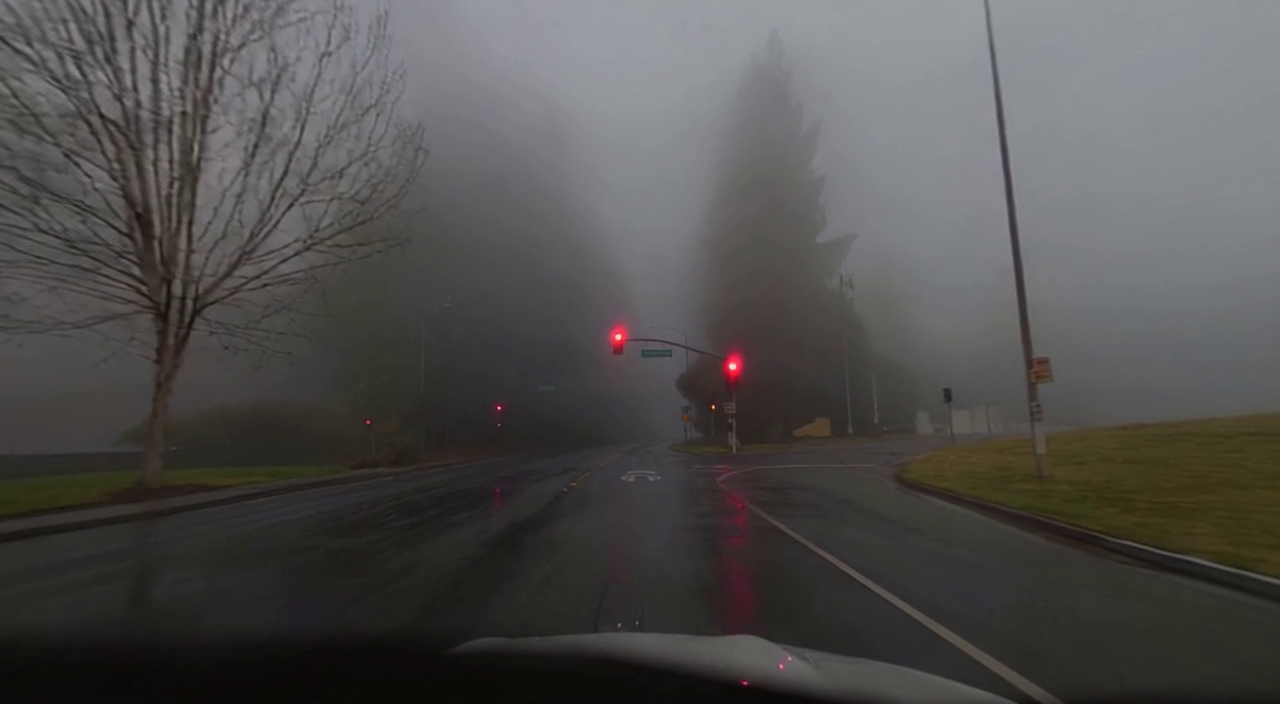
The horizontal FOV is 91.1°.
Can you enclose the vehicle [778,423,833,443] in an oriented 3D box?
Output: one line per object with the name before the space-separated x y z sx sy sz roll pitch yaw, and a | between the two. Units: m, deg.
vehicle | 12.752 6.276 48.645 3.706 1.466 1.830 -1 -9 2
